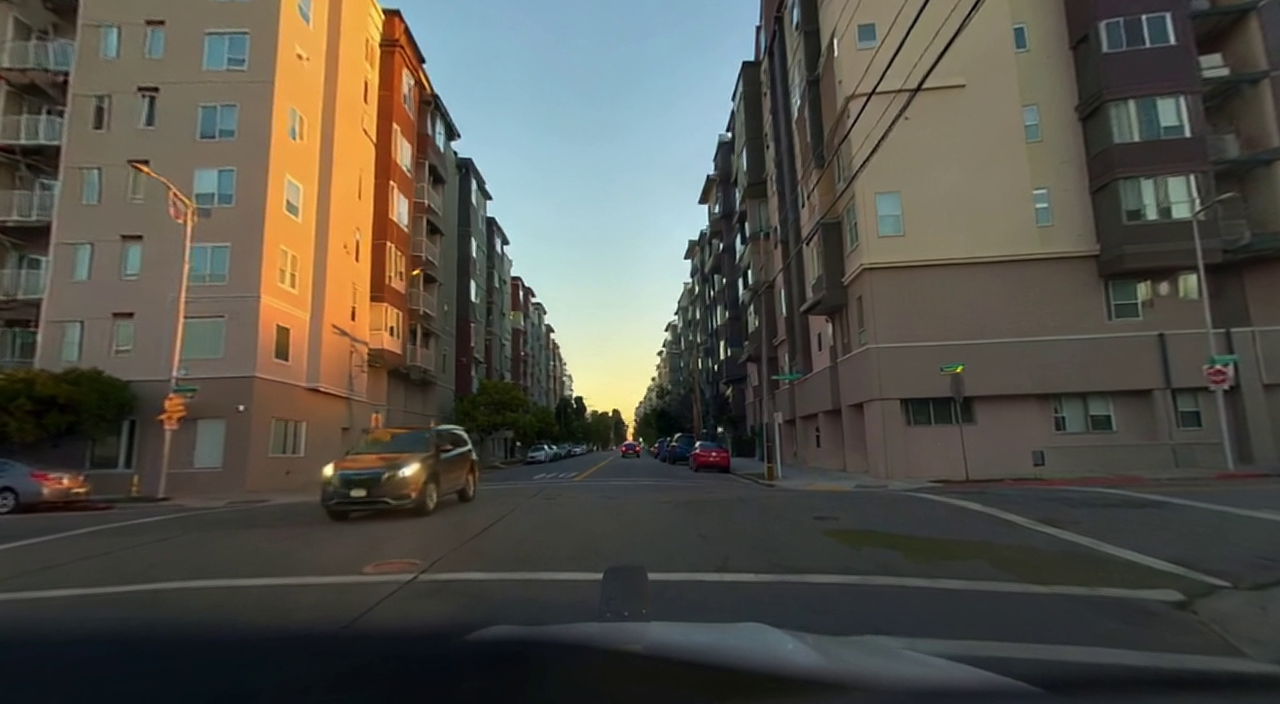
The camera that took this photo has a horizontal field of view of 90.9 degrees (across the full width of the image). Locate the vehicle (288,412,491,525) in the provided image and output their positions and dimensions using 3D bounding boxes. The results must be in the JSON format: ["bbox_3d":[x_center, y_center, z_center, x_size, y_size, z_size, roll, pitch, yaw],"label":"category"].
[{"bbox_3d":[-4.609,2.241,12.616,2.201,1.801,4.750,0,-9,-2],"label":"vehicle"}]

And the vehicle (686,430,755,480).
[{"bbox_3d":[3.195,4.219,25.962,2.164,1.721,4.416,-4,-9,0],"label":"vehicle"}]

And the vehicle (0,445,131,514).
[{"bbox_3d":[-17.637,3.476,17.400,5.354,1.773,1.991,0,-9,-1],"label":"vehicle"}]
